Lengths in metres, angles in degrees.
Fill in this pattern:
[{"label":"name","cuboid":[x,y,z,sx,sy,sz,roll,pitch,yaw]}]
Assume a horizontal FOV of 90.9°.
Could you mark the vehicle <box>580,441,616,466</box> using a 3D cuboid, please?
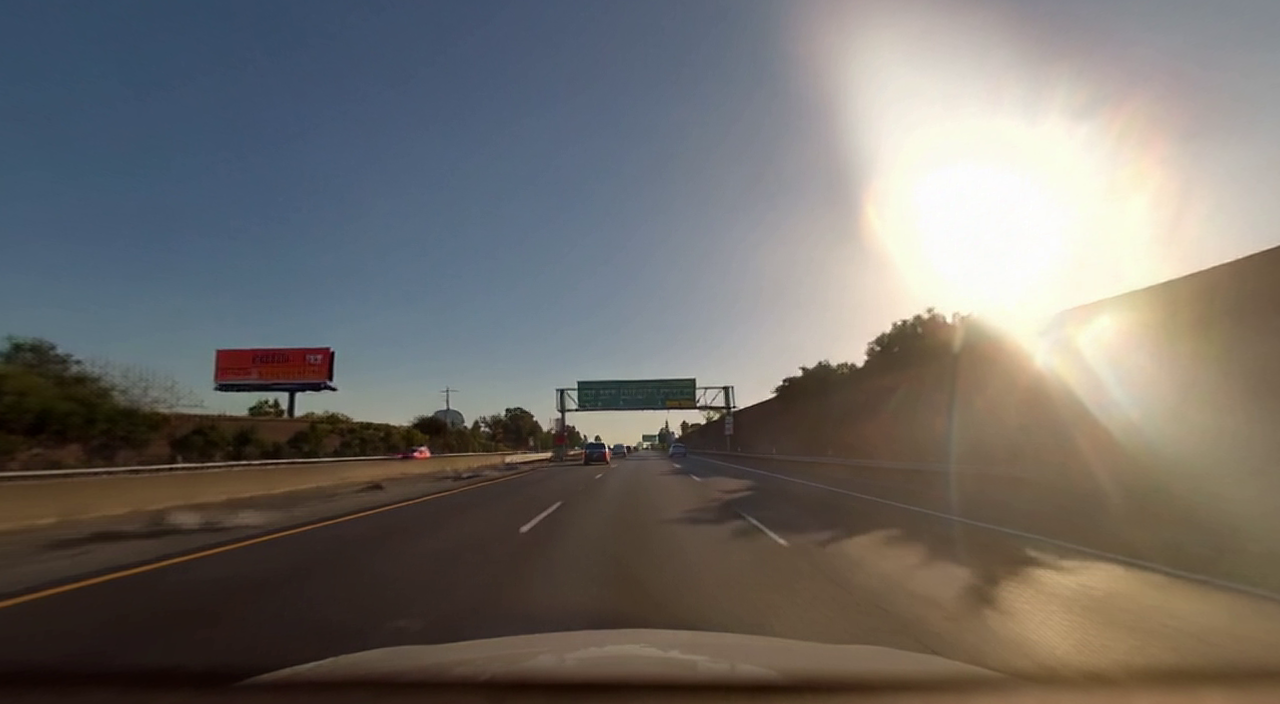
[{"label":"vehicle","cuboid":[-3.039,7.467,46.596,2.319,1.738,4.355,0,-8,0]}]
